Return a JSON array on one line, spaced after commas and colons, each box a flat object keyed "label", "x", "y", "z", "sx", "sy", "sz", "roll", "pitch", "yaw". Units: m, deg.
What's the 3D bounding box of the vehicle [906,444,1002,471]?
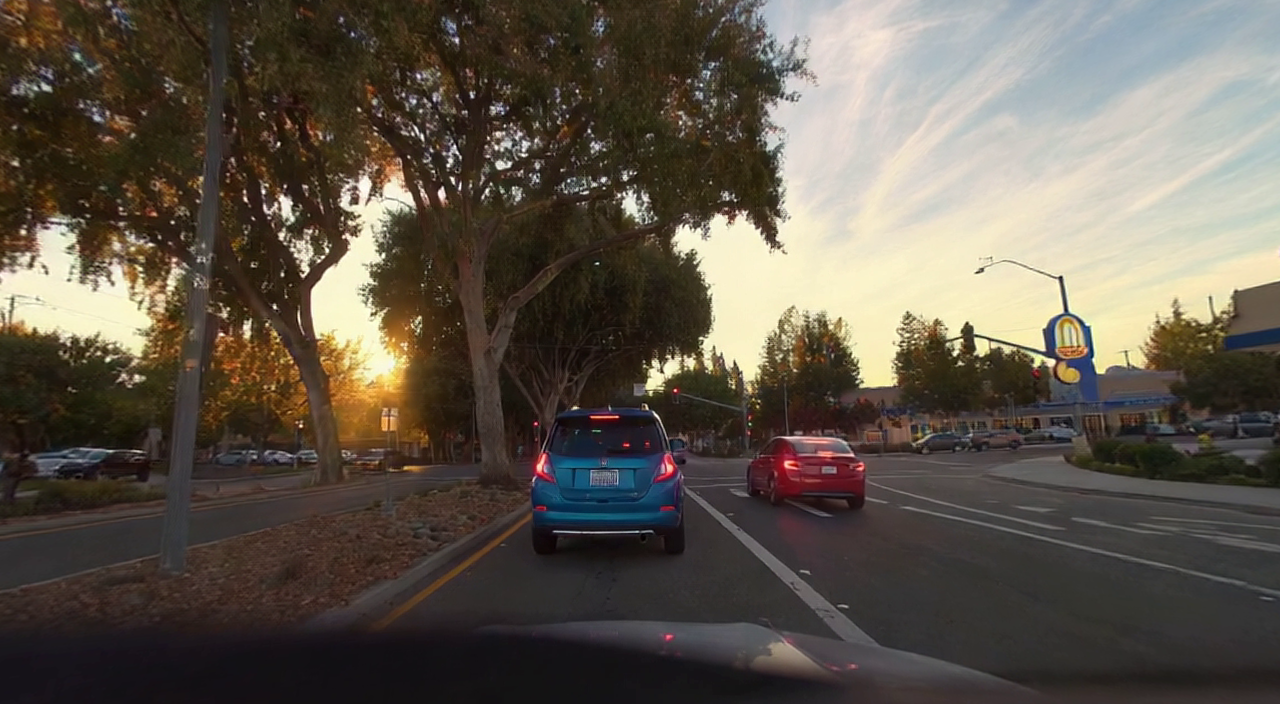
[{"label": "vehicle", "x": 17.211, "y": 5.772, "z": 34.770, "sx": 4.290, "sy": 1.427, "sz": 1.751, "roll": 0, "pitch": -9, "yaw": 2}]

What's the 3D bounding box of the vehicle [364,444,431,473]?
[{"label": "vehicle", "x": -13.270, "y": 5.831, "z": 34.813, "sx": 1.983, "sy": 1.460, "sz": 4.456, "roll": 0, "pitch": -9, "yaw": -1}]

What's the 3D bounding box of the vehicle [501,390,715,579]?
[{"label": "vehicle", "x": -0.298, "y": 1.648, "z": 8.620, "sx": 2.096, "sy": 1.837, "sz": 4.687, "roll": 0, "pitch": -9, "yaw": 0}]

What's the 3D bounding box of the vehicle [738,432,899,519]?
[{"label": "vehicle", "x": 3.634, "y": 2.610, "z": 13.943, "sx": 2.098, "sy": 1.555, "sz": 4.778, "roll": 0, "pitch": -9, "yaw": -1}]
